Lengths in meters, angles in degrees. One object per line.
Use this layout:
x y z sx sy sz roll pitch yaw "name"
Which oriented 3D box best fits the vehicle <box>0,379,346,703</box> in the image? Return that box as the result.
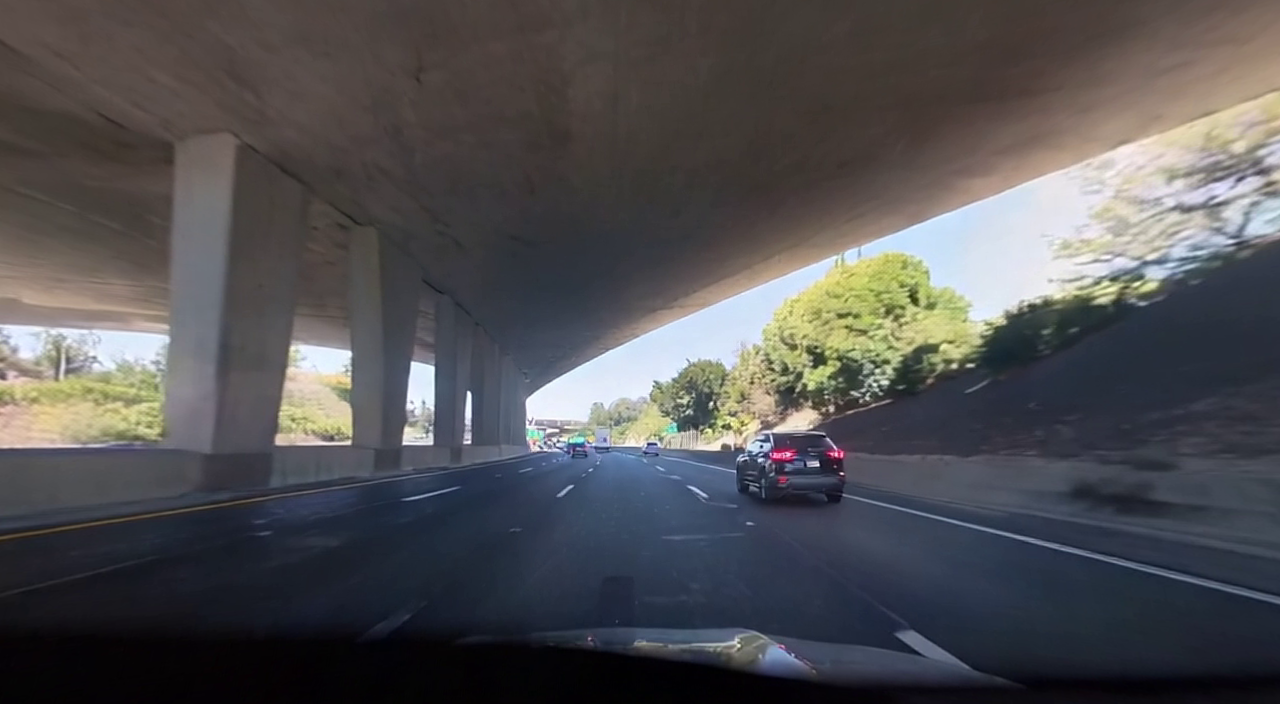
-3.308 0.940 2.730 2.050 1.527 4.257 0 -8 -1 "vehicle"
